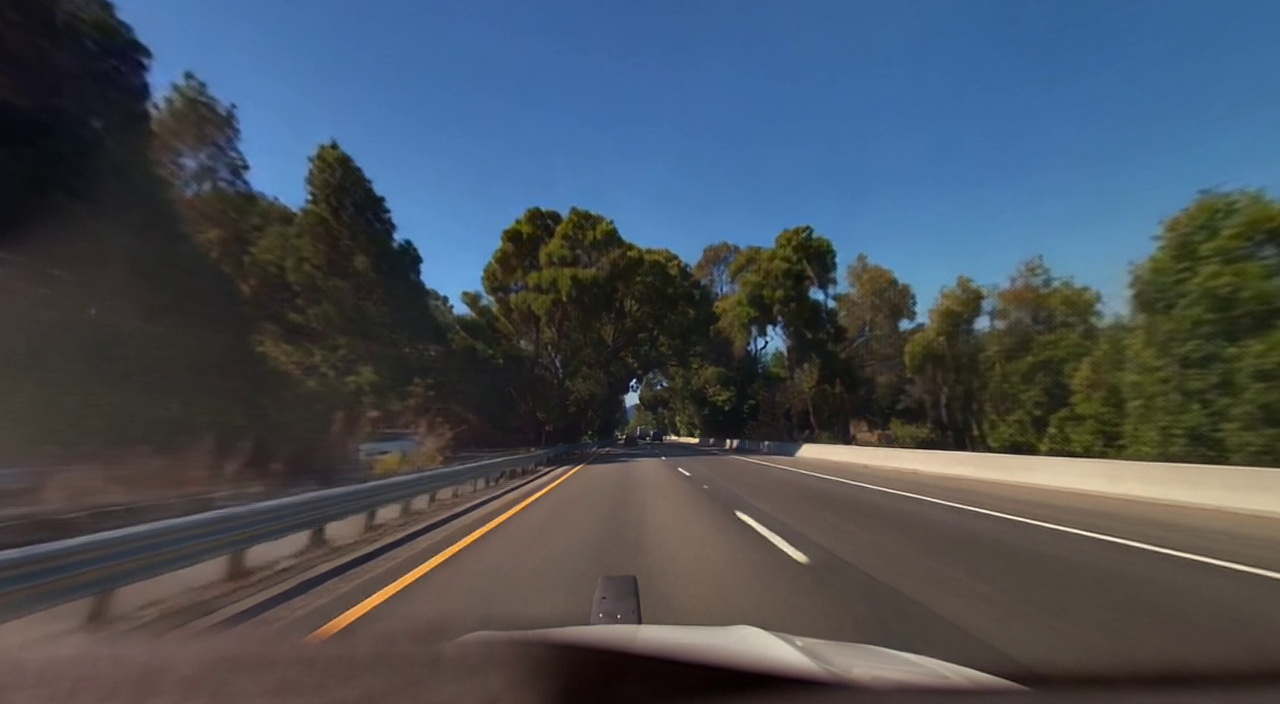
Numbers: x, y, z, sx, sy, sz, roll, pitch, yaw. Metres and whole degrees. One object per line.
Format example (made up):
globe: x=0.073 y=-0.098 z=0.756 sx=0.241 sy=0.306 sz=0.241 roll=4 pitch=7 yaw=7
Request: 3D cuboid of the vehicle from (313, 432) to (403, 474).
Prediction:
vehicle: x=-13.869 y=4.954 z=31.186 sx=2.703 sy=1.938 sz=3.843 roll=0 pitch=-8 yaw=-1
